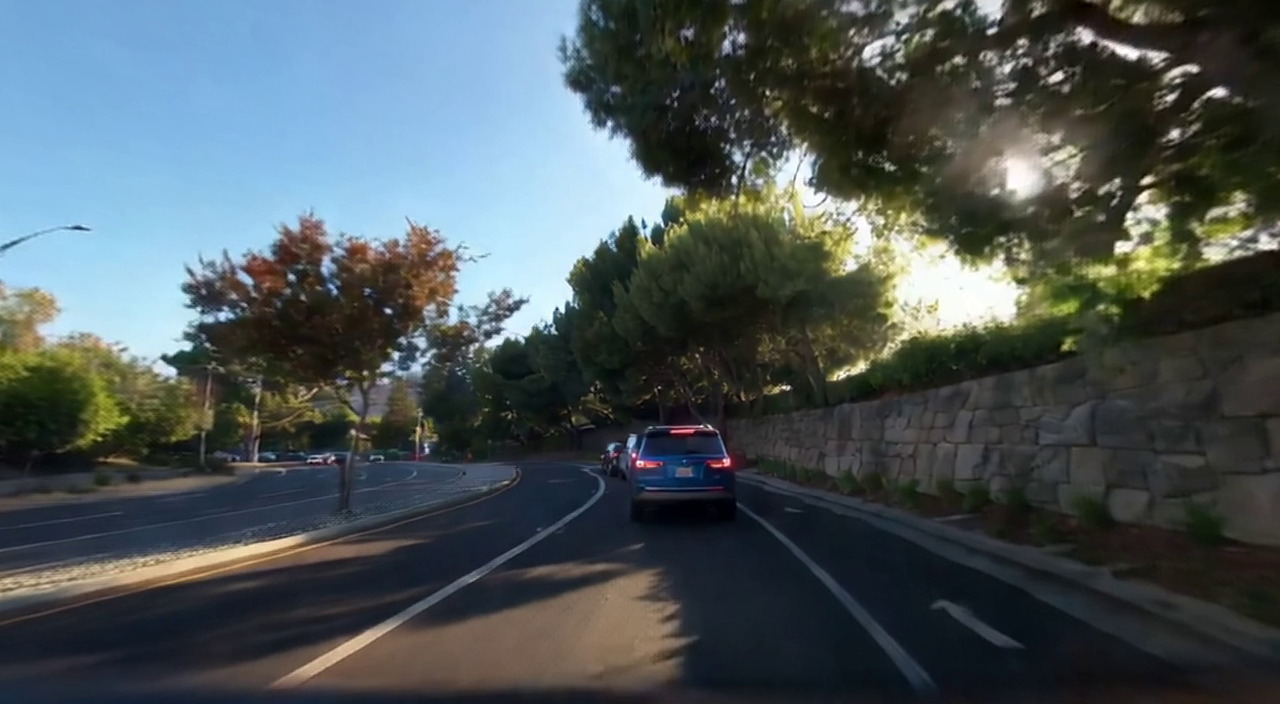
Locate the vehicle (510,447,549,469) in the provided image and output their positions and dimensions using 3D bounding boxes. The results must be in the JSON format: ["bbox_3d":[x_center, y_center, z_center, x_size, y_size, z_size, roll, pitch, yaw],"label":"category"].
[{"bbox_3d":[-8.071,7.685,45.876,2.023,1.474,4.286,3,-9,-19],"label":"vehicle"}]

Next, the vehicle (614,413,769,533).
[{"bbox_3d":[0.738,2.109,11.584,2.287,1.762,4.269,0,-8,-1],"label":"vehicle"}]
